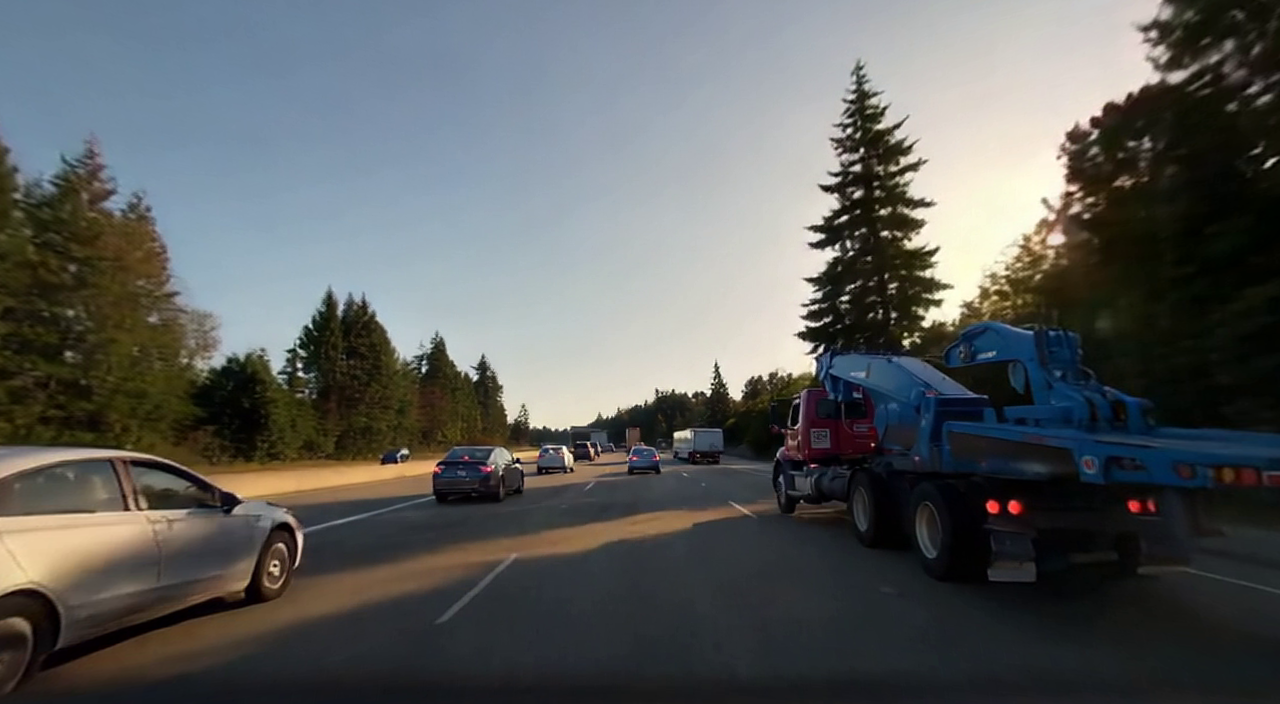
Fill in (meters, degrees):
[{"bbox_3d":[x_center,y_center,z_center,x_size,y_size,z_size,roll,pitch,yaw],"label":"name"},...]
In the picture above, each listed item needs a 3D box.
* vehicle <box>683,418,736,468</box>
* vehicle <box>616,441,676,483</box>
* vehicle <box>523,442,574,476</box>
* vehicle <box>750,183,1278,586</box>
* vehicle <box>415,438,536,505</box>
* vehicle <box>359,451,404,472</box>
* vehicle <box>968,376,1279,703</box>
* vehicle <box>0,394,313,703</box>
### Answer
[{"bbox_3d":[4.226,5.795,39.642,2.416,2.829,7.016,0,-9,-1],"label":"vehicle"},{"bbox_3d":[0.196,4.270,24.605,2.150,1.498,3.988,0,-9,-1],"label":"vehicle"},{"bbox_3d":[-4.452,5.266,30.986,1.858,1.527,3.974,0,-9,1],"label":"vehicle"},{"bbox_3d":[3.980,0.854,9.815,2.975,3.618,8.456,0,-9,0],"label":"vehicle"},{"bbox_3d":[-4.170,3.115,16.794,1.880,1.507,4.757,0,-9,1],"label":"vehicle"},{"bbox_3d":[-20.435,8.645,49.649,1.855,1.539,4.036,0,-9,0],"label":"vehicle"},{"bbox_3d":[4.085,0.867,2.365,2.599,1.631,5.693,0,-9,0],"label":"vehicle"},{"bbox_3d":[-4.161,1.127,3.929,1.978,1.556,4.119,0,-9,0],"label":"vehicle"}]
